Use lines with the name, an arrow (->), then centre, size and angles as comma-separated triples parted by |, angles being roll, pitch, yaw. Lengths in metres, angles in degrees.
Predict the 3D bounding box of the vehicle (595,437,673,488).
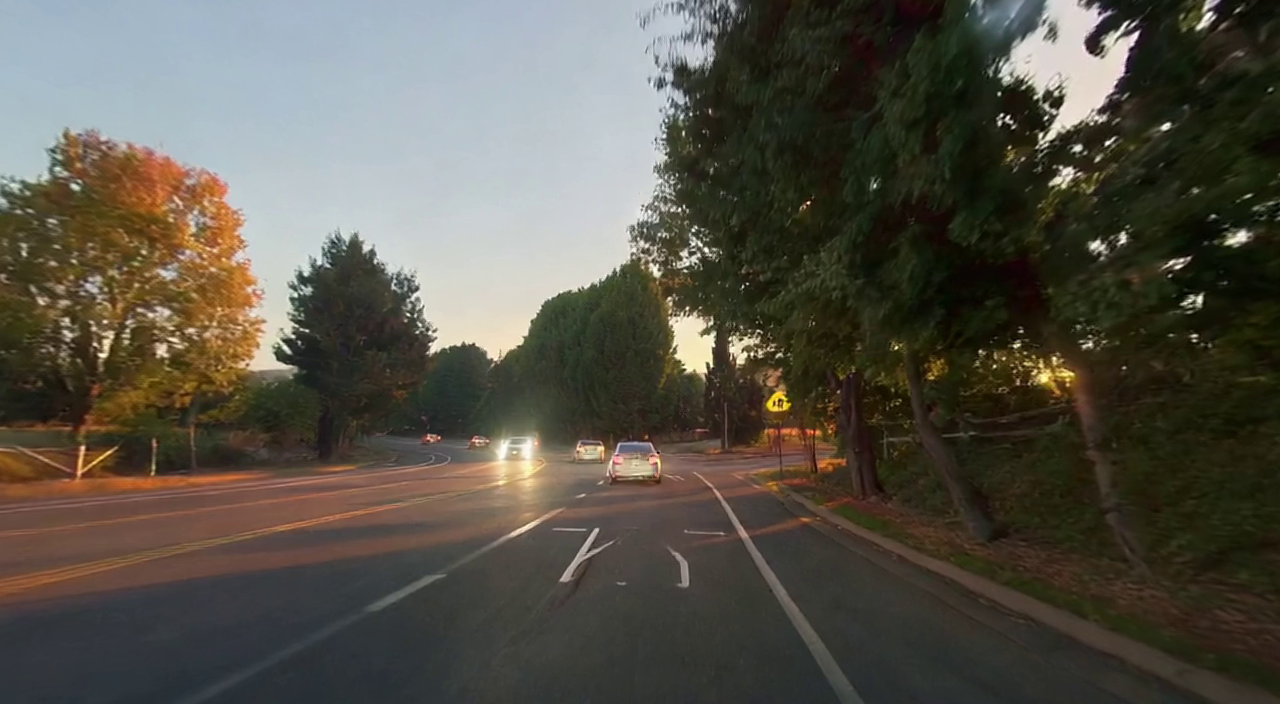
vehicle -> -0.251, 3.568, 20.649 | 2.296, 1.510, 4.068 | 0, -8, -2

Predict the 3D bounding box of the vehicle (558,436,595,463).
vehicle -> -3.773, 5.763, 37.276 | 2.080, 1.530, 3.719 | 1, -9, -6
